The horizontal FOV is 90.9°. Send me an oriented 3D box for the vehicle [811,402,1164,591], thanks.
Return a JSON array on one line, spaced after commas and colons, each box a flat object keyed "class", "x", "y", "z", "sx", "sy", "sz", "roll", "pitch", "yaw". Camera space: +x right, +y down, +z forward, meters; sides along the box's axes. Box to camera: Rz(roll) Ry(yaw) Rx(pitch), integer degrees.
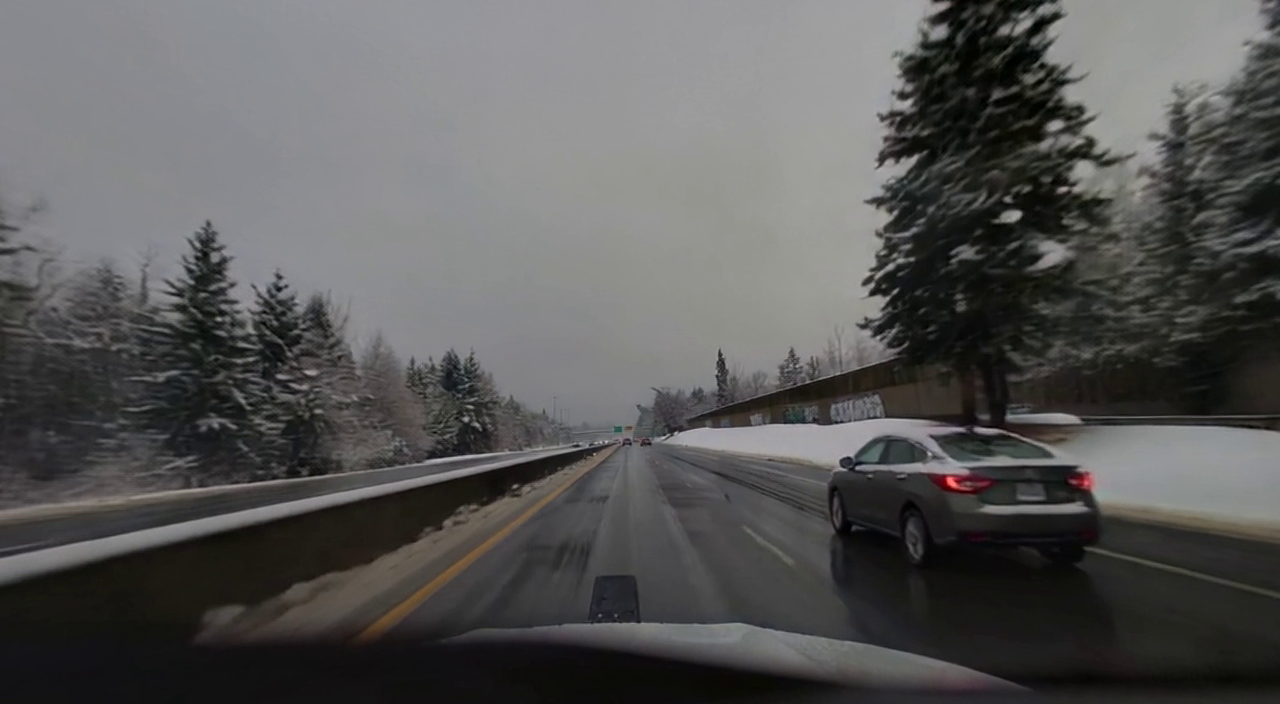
[{"class": "vehicle", "x": 3.412, "y": 1.450, "z": 7.136, "sx": 1.841, "sy": 1.556, "sz": 3.618, "roll": 0, "pitch": -8, "yaw": -1}]
